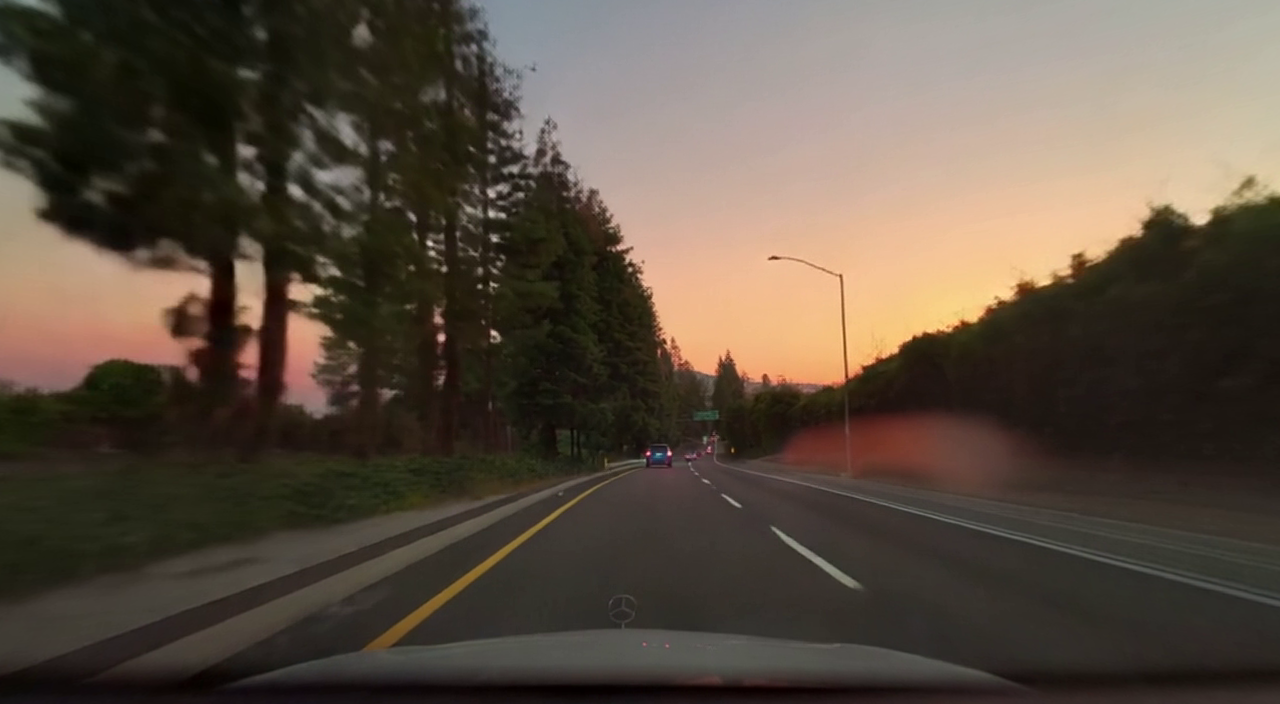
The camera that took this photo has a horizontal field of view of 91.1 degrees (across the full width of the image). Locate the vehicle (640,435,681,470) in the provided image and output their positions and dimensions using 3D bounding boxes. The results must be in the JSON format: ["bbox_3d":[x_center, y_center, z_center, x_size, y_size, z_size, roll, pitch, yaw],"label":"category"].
[{"bbox_3d":[1.353,6.623,41.438,2.546,2.126,5.153,0,-8,2],"label":"vehicle"}]
